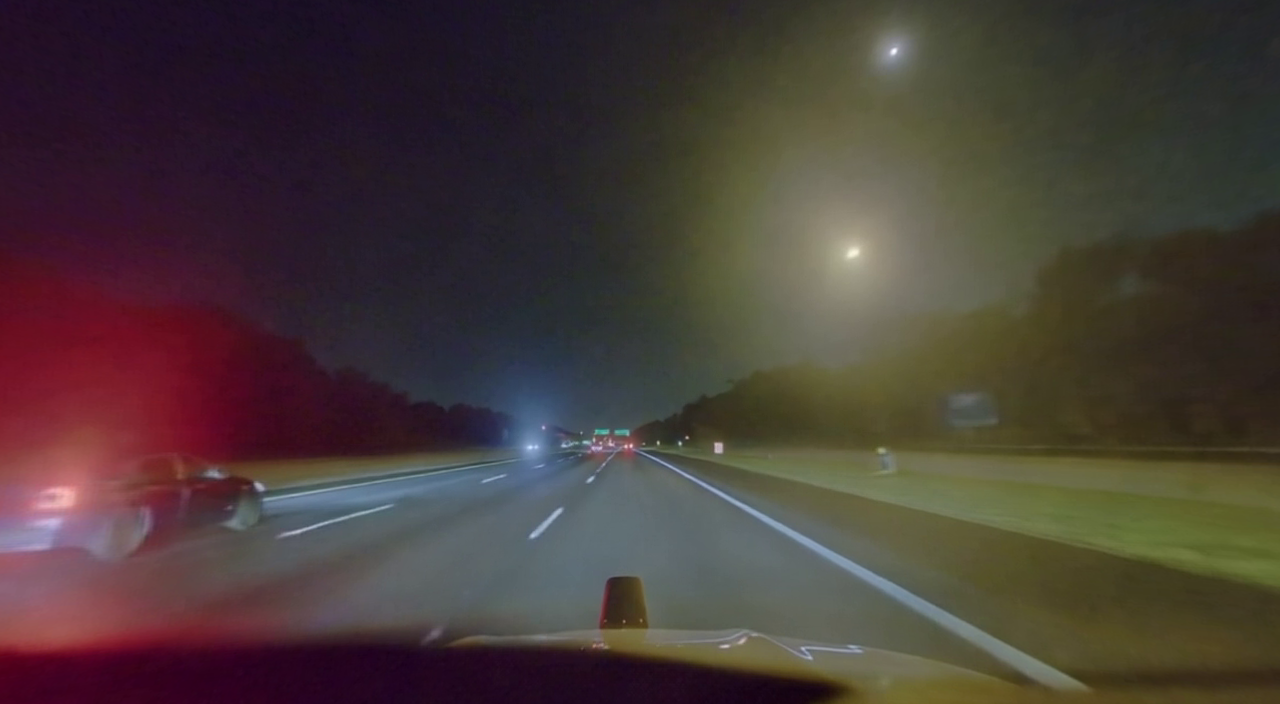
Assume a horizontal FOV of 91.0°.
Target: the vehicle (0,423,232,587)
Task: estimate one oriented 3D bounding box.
[{"bbox_3d":[-6.739,1.508,6.579,2.053,1.452,4.347,0,-8,0],"label":"vehicle"}]
